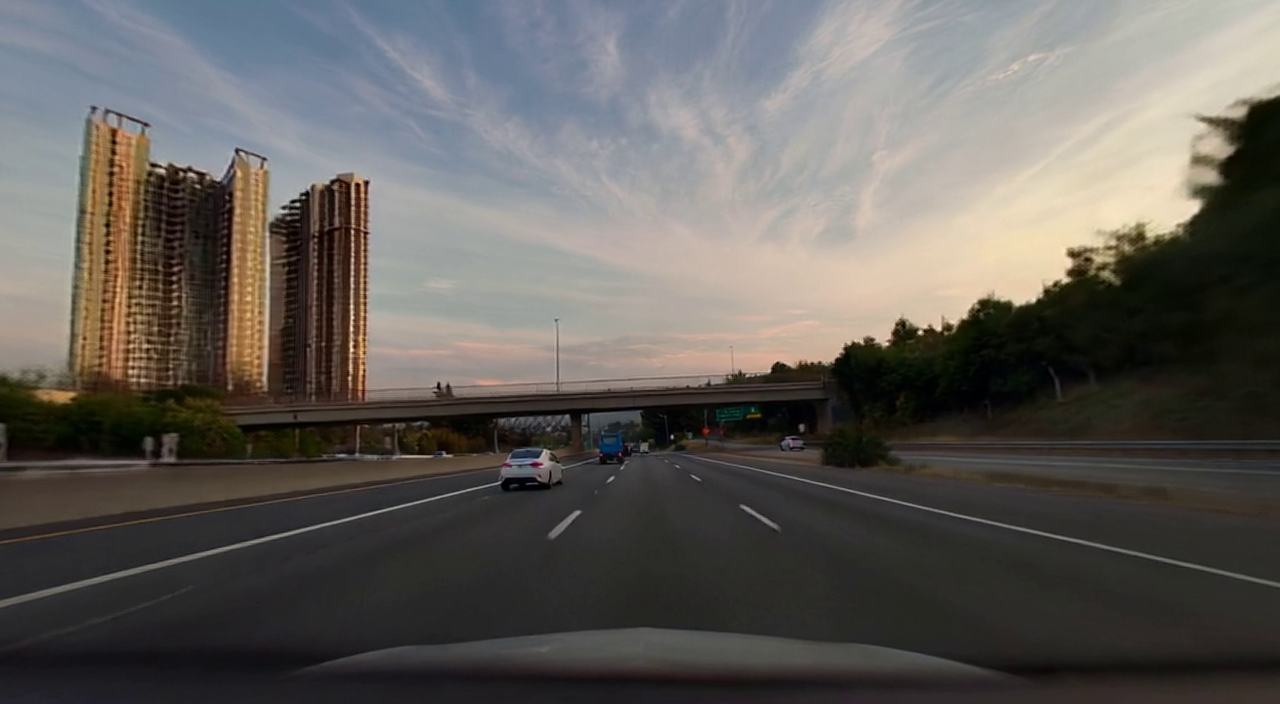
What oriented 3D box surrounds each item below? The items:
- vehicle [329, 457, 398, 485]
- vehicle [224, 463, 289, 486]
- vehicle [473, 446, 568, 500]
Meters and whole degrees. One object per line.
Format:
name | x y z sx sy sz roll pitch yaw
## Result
vehicle | -15.868 6.830 36.490 1.874 1.450 4.686 0 -9 0
vehicle | -27.917 8.900 46.096 1.807 1.465 4.595 0 -9 1
vehicle | -3.596 3.731 19.824 2.039 1.478 4.483 0 -9 1
